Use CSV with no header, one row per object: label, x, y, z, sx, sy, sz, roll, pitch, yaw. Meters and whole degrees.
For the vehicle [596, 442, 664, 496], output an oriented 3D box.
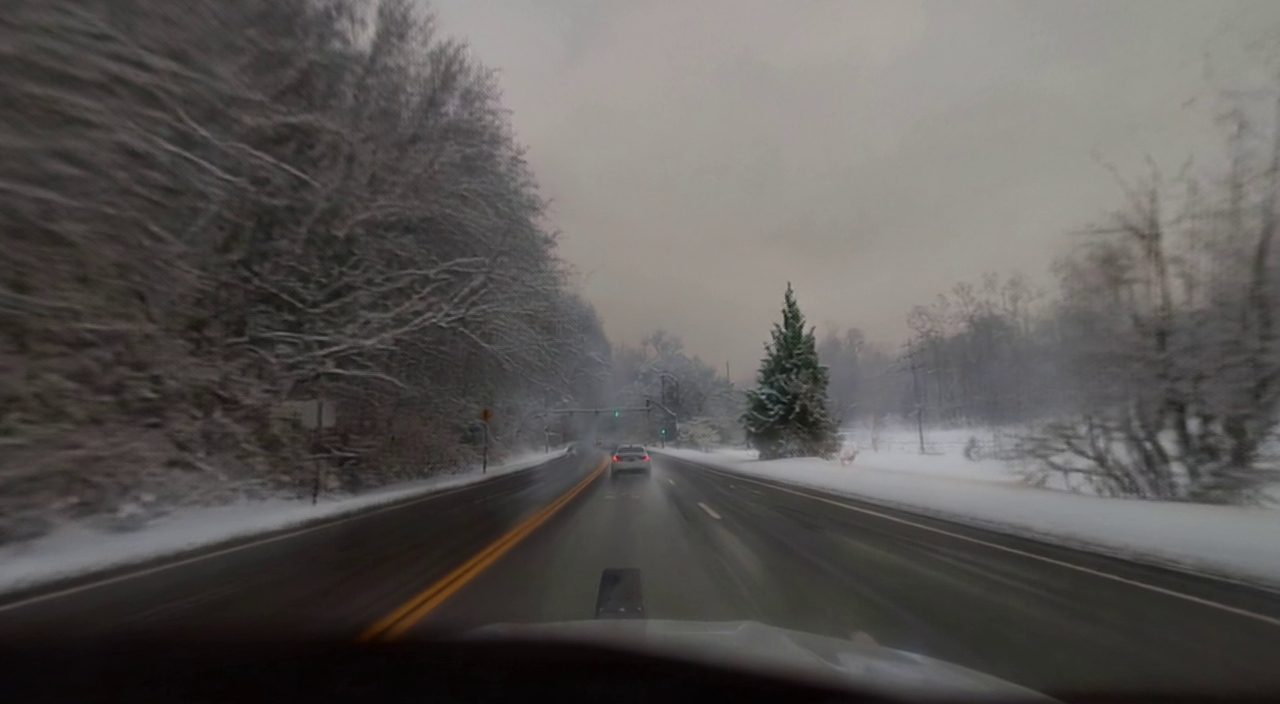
vehicle,-0.357,3.842,20.966,2.037,1.601,3.643,0,-9,-2
